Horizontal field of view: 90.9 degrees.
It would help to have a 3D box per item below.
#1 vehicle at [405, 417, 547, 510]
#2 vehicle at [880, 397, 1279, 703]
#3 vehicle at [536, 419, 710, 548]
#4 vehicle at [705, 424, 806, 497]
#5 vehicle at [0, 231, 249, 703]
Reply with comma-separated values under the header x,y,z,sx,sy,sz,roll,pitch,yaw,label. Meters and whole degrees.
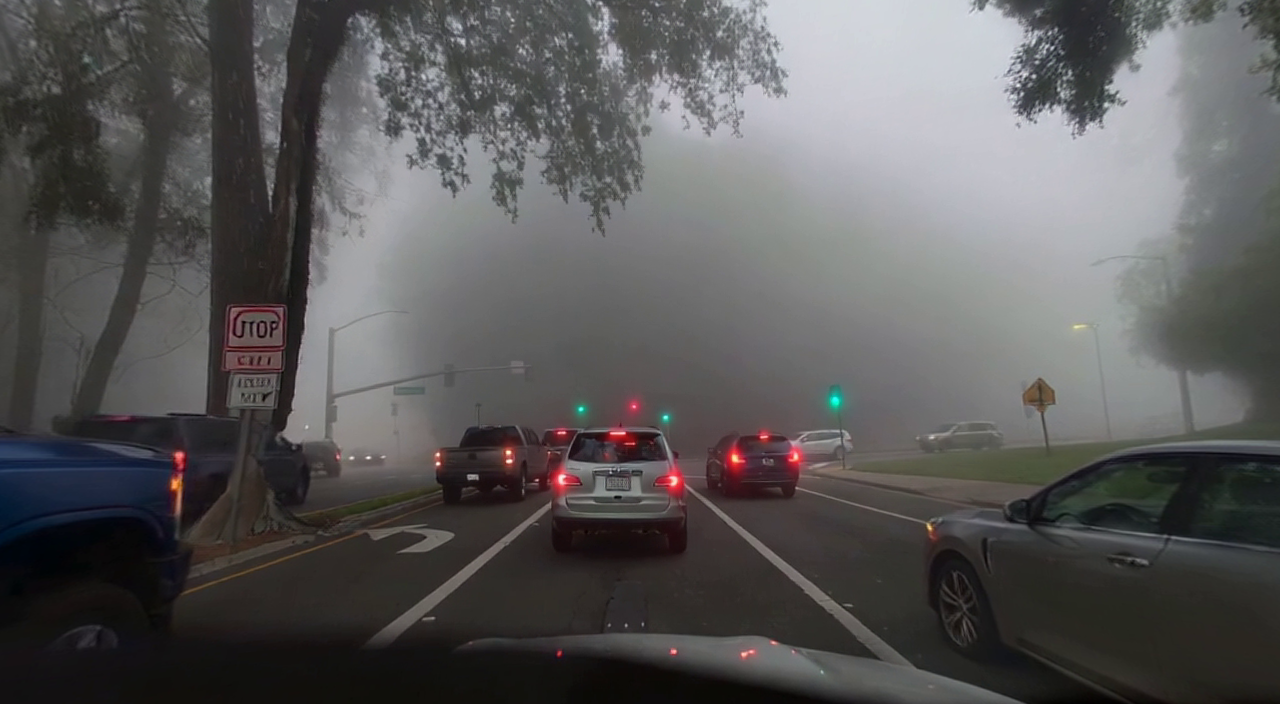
x,y,z,sx,sy,sz,roll,pitch,yaw,label
-3.637,2.572,14.979,2.089,1.857,4.488,0,-8,1,vehicle
3.013,1.033,3.019,1.874,1.477,4.698,0,-8,0,vehicle
-0.223,1.938,9.890,2.194,1.607,3.690,0,-8,0,vehicle
3.184,3.114,18.434,2.102,1.841,4.587,0,-8,0,vehicle
-3.469,0.374,0.444,2.656,2.021,5.800,0,-8,0,vehicle
